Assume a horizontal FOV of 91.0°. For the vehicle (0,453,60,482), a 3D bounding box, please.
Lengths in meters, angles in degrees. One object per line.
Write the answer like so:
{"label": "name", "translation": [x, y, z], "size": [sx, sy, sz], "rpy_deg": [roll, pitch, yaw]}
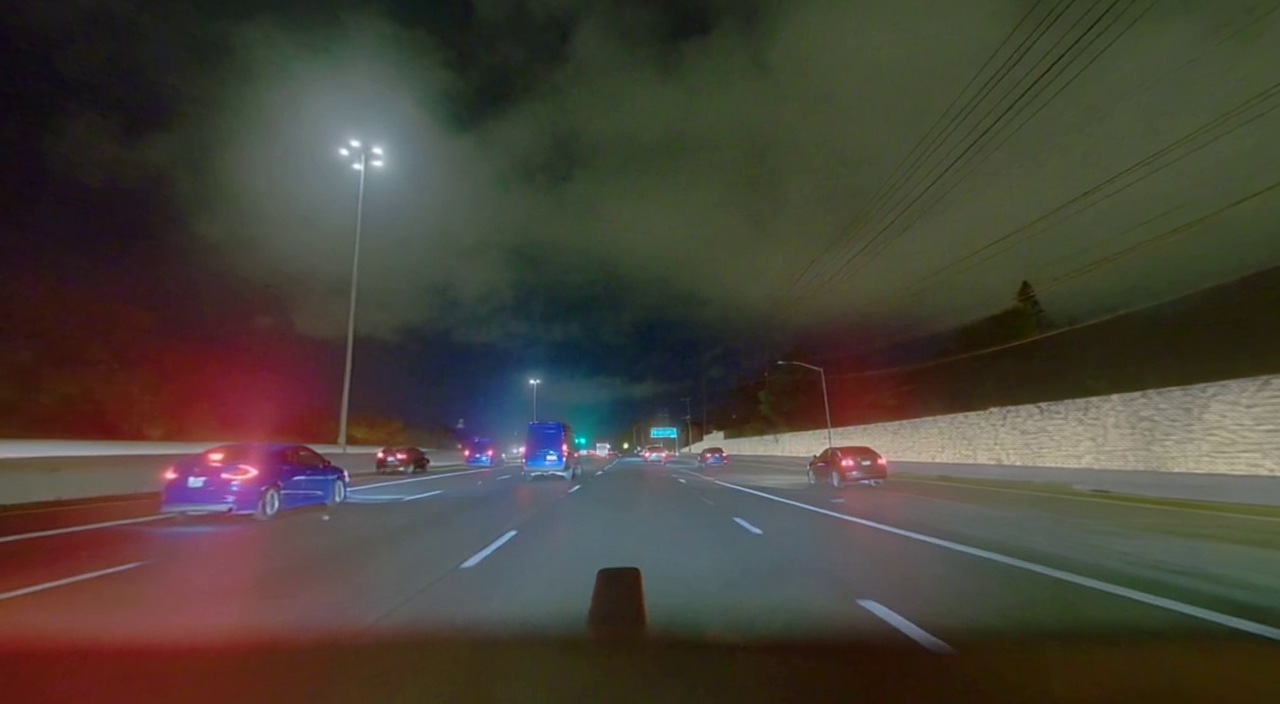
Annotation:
{"label": "vehicle", "translation": [-33.792, 6.185, 33.780], "size": [1.696, 1.466, 3.770], "rpy_deg": [0, -9, -1]}

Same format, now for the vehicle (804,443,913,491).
{"label": "vehicle", "translation": [7.439, 3.958, 22.013], "size": [2.052, 1.470, 4.364], "rpy_deg": [0, -9, -3]}

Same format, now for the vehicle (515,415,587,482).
{"label": "vehicle", "translation": [-3.840, 4.341, 28.427], "size": [2.395, 2.660, 5.827], "rpy_deg": [0, -9, 0]}

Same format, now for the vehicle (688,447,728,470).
{"label": "vehicle", "translation": [4.743, 7.534, 44.747], "size": [2.095, 1.504, 4.536], "rpy_deg": [0, -9, -3]}

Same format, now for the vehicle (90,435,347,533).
{"label": "vehicle", "translation": [-7.757, 2.443, 12.299], "size": [1.967, 1.525, 4.458], "rpy_deg": [0, -9, -1]}

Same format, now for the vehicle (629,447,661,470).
{"label": "vehicle", "translation": [0.324, 7.465, 44.409], "size": [2.084, 1.492, 4.137], "rpy_deg": [0, -9, -2]}

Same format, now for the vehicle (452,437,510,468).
{"label": "vehicle", "translation": [-11.655, 7.428, 46.658], "size": [2.596, 2.162, 6.328], "rpy_deg": [0, -9, 0]}

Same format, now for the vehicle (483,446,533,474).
{"label": "vehicle", "translation": [-7.514, 6.177, 36.164], "size": [1.944, 1.490, 4.442], "rpy_deg": [0, -9, -1]}

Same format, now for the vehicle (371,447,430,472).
{"label": "vehicle", "translation": [-15.231, 6.855, 40.380], "size": [1.937, 1.523, 4.708], "rpy_deg": [0, -9, 0]}
